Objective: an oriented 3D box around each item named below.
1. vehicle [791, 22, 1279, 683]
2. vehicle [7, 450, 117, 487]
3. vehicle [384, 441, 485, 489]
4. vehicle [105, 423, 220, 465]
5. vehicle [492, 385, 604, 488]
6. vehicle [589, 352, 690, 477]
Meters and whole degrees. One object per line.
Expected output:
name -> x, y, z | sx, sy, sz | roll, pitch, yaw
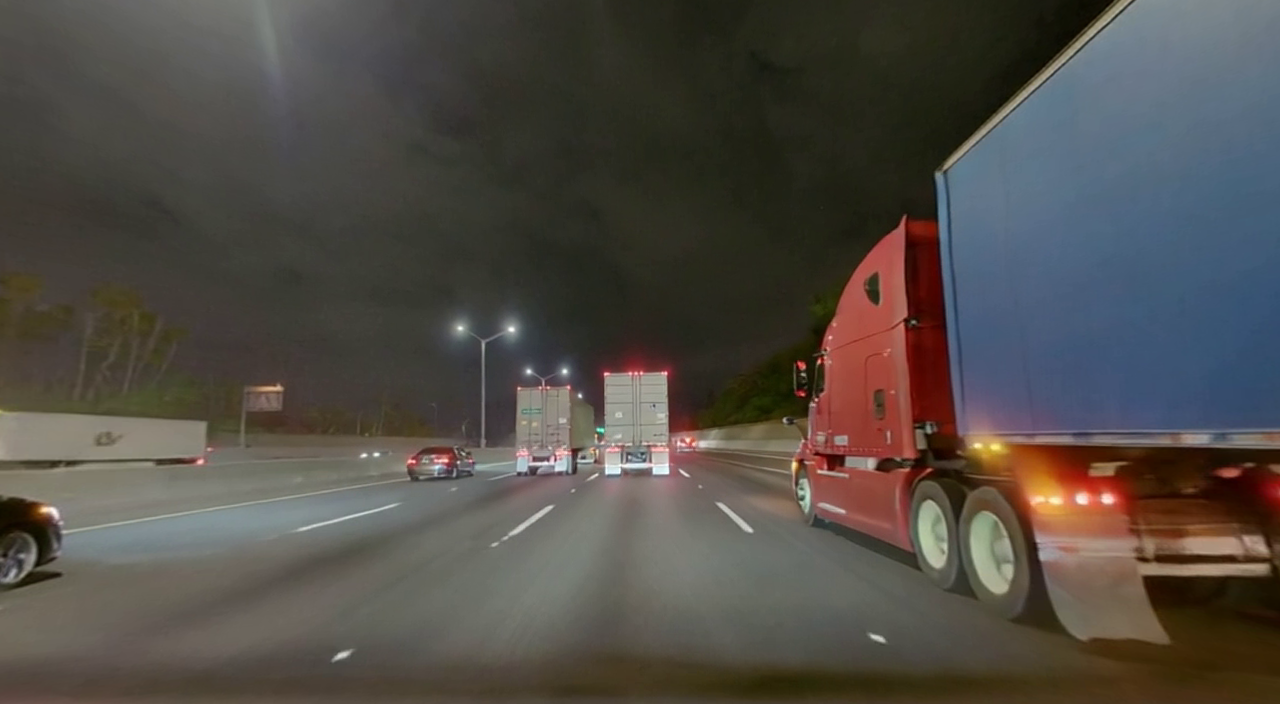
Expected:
vehicle -> 4.138, 0.347, 7.204 | 3.066, 3.991, 6.942 | 0, -8, 1
vehicle -> -24.516, 4.913, 26.894 | 1.495, 1.363, 3.346 | -2, -8, 1
vehicle -> -6.900, 3.810, 21.711 | 1.916, 1.465, 4.451 | 0, -8, 1
vehicle -> -31.554, 6.125, 42.015 | 2.618, 2.576, 6.182 | -1, -8, 2
vehicle -> -3.226, 3.462, 25.511 | 2.786, 3.228, 11.082 | 0, -8, 0
vehicle -> -0.002, 3.370, 28.729 | 3.097, 3.856, 18.209 | -1, -9, 0
